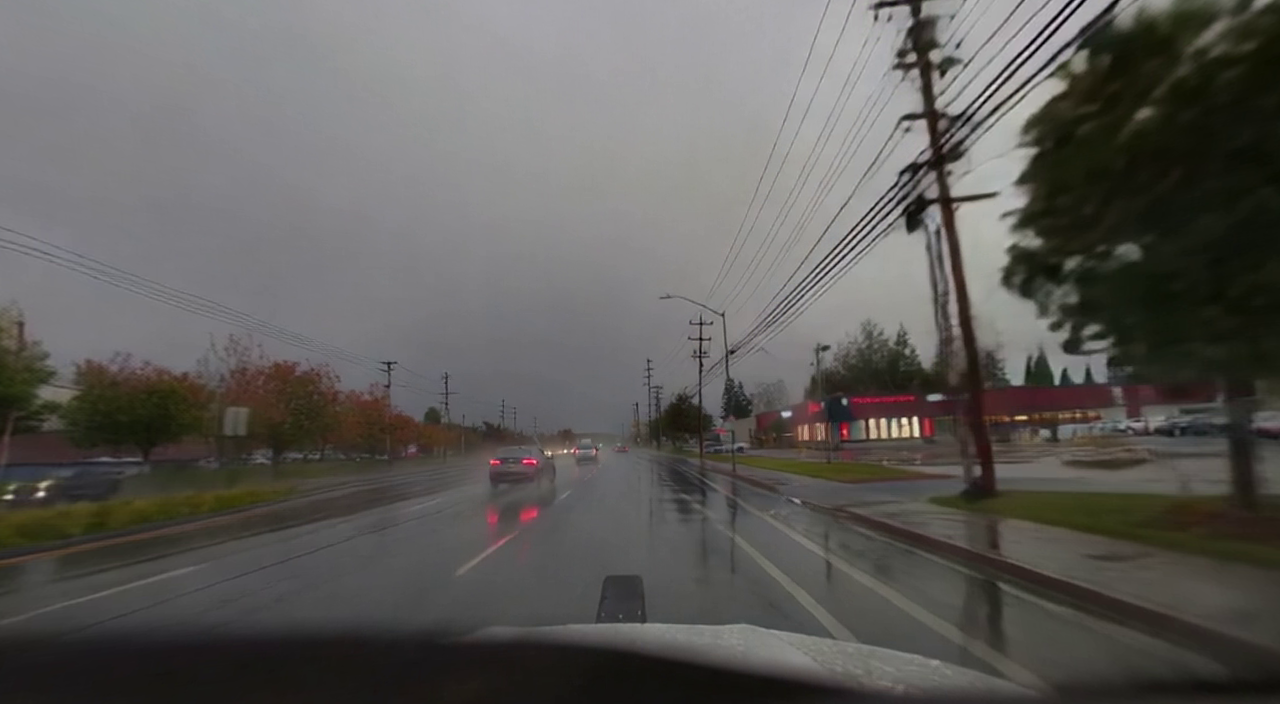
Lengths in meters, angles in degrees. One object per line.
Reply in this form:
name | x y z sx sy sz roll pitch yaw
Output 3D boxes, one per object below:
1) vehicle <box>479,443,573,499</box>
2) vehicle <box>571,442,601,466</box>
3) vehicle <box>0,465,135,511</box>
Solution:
vehicle | -3.275 3.509 19.021 1.942 1.469 4.426 0 -9 1
vehicle | -4.225 8.063 49.913 2.087 1.736 4.311 0 -9 -1
vehicle | -25.798 5.996 28.218 1.973 1.695 4.541 -2 -9 15
